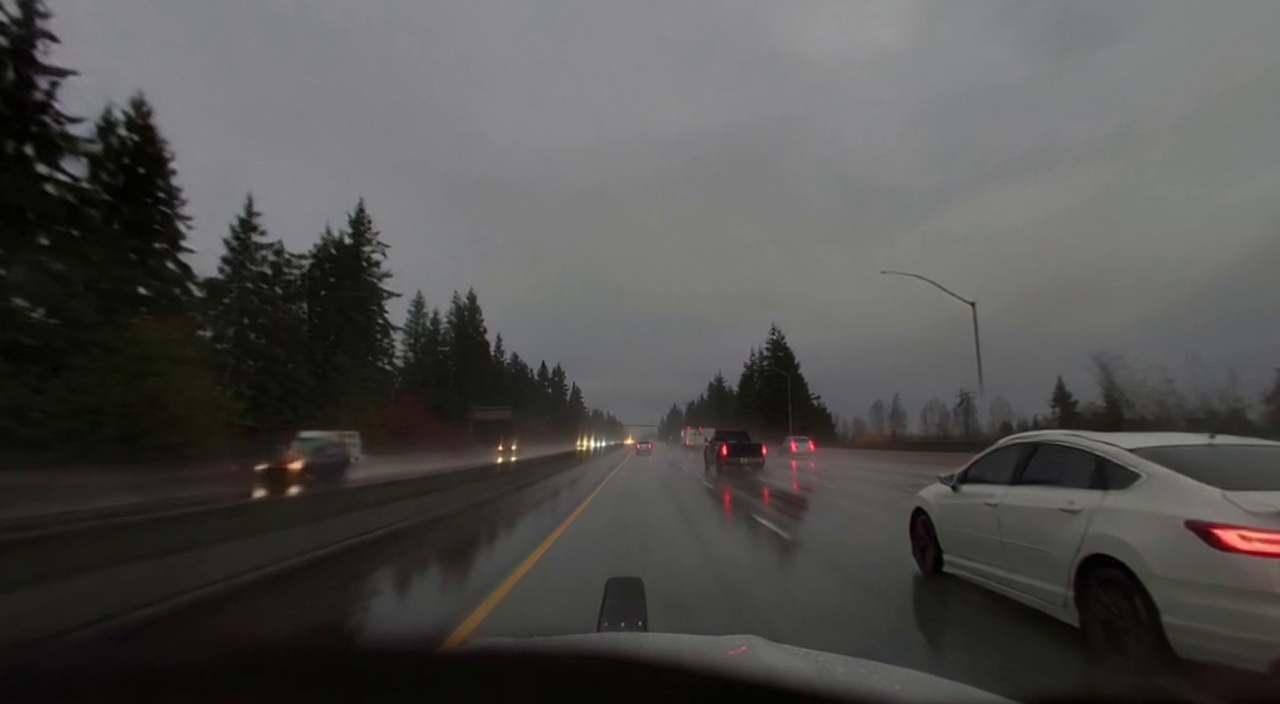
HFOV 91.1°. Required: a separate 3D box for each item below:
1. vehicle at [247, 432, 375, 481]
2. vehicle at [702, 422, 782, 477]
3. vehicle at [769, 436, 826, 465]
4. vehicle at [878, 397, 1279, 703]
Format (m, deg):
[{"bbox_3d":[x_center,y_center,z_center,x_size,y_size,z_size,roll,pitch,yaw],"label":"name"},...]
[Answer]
[{"bbox_3d":[-14.608,4.686,28.449,2.636,1.959,5.813,-1,-8,1],"label":"vehicle"},{"bbox_3d":[3.836,3.821,24.774,2.206,1.902,5.460,0,-8,0],"label":"vehicle"},{"bbox_3d":[8.754,5.527,35.319,2.002,1.500,4.715,0,-8,0],"label":"vehicle"},{"bbox_3d":[3.339,1.114,3.819,1.904,1.453,4.789,0,-8,0],"label":"vehicle"}]
